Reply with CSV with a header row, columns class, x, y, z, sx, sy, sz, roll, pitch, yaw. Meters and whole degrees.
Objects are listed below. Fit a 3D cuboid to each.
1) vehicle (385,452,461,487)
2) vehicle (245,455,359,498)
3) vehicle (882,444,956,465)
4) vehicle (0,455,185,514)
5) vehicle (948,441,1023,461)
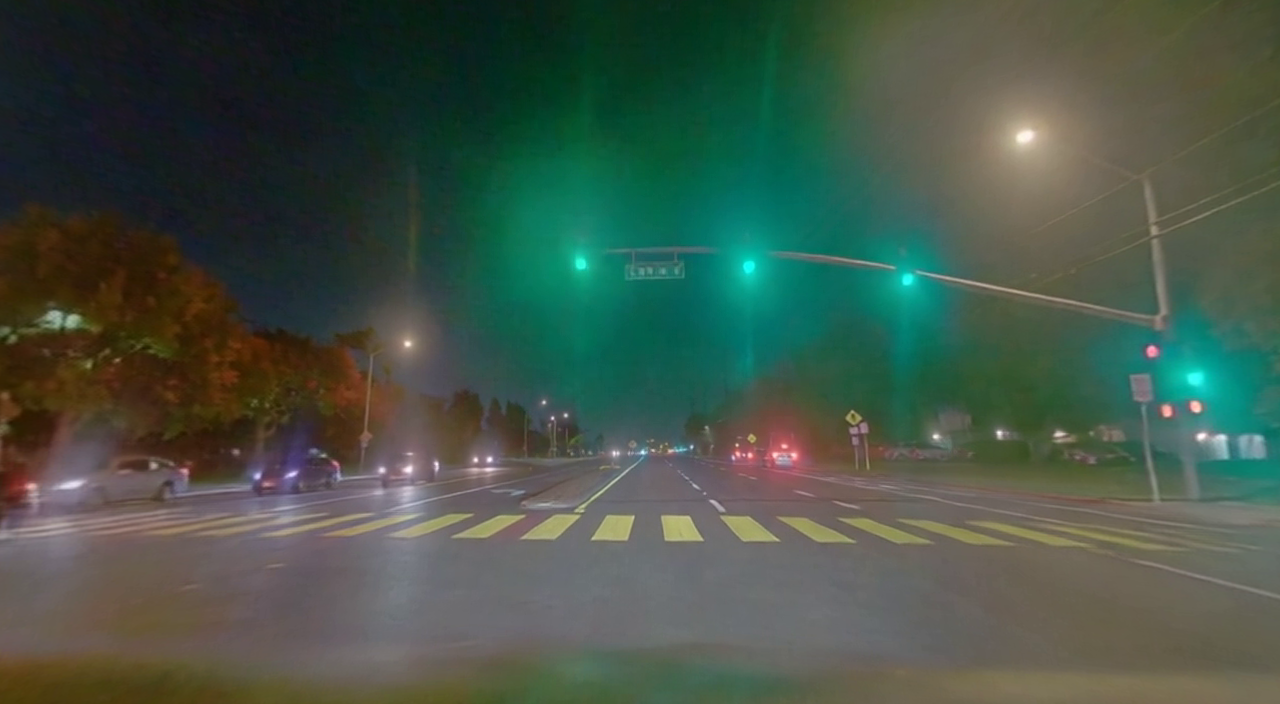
class,x,y,z,sx,sy,sz,roll,pitch,yaw
vehicle,-10.164,5.519,29.917,1.899,1.464,4.418,-1,-8,2
vehicle,-13.488,4.974,25.566,1.909,1.449,4.775,0,-8,1
vehicle,20.880,7.662,47.296,4.664,1.504,1.816,0,-8,2
vehicle,-18.660,4.456,21.742,1.970,1.690,4.596,-2,-8,11
vehicle,25.614,7.395,46.875,4.368,1.394,1.983,-1,-9,1
